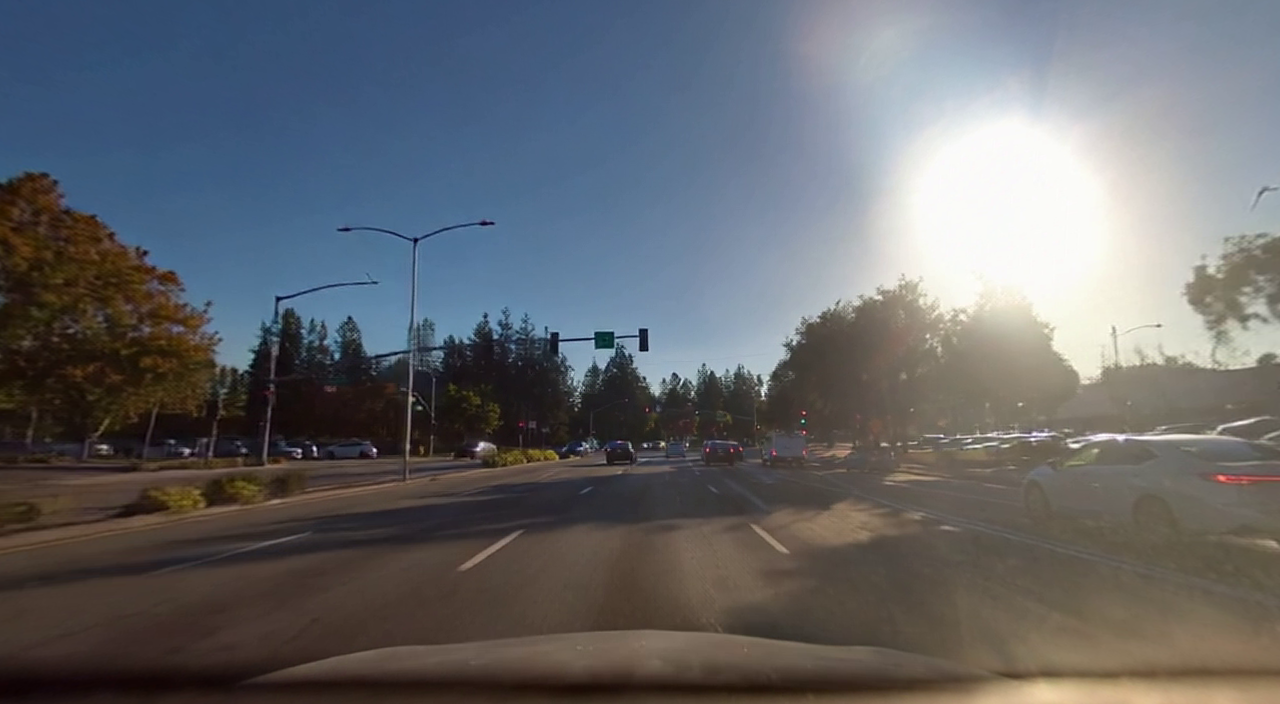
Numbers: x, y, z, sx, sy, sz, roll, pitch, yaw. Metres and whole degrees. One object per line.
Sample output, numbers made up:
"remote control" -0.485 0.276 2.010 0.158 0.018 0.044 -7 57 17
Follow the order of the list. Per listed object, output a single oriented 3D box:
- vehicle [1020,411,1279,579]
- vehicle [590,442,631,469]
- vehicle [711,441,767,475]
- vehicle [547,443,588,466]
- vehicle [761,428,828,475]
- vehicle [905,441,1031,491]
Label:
"vehicle" 7.385 1.677 8.301 2.051 1.620 4.702 -1 -8 4
"vehicle" -1.729 6.192 38.046 1.958 1.542 4.175 -1 -8 5
"vehicle" 4.947 5.362 32.244 2.292 1.563 4.734 0 -8 2
"vehicle" -4.978 7.084 43.848 2.004 1.529 4.319 -1 -8 4
"vehicle" 7.735 5.041 32.149 2.186 2.202 5.426 0 -8 2
"vehicle" 11.205 3.894 21.987 1.963 1.513 4.600 0 -8 1
